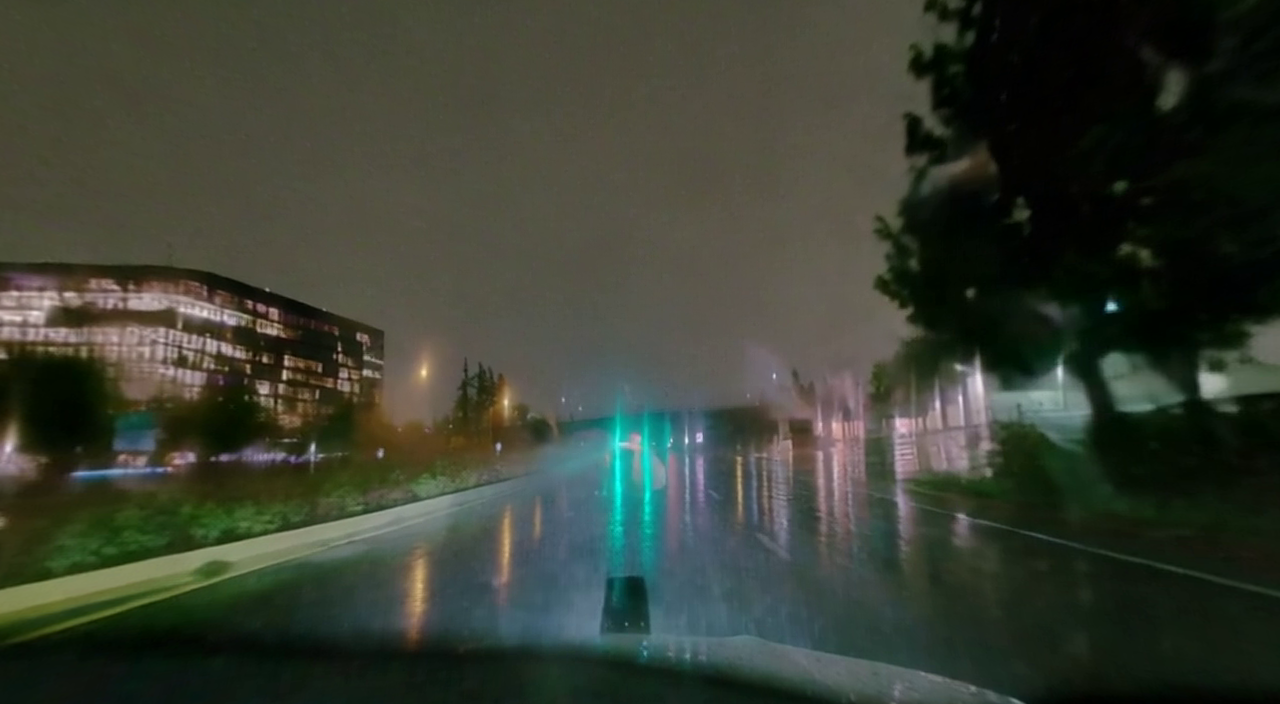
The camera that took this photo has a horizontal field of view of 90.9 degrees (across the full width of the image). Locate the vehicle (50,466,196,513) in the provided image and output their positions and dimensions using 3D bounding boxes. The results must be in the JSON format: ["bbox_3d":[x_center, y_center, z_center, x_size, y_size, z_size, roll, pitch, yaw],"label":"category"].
[{"bbox_3d":[-21.574,5.717,26.661,1.945,1.481,5.005,-4,-8,1],"label":"vehicle"}]
